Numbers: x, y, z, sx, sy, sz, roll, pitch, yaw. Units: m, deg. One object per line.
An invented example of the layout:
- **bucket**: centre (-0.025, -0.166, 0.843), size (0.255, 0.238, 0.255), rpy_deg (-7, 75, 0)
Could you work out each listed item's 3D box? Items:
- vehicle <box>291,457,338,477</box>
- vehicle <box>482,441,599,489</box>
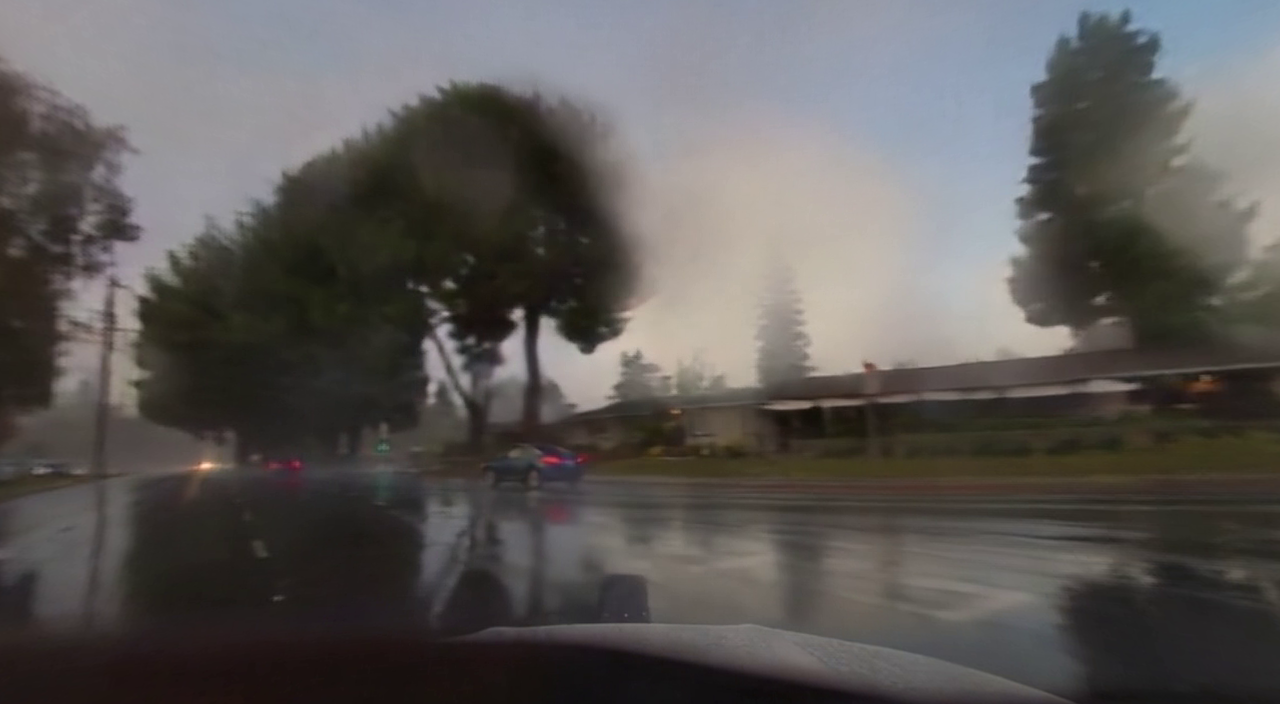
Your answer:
- **vehicle**: centre (-25.782, 9.057, 49.850), size (1.933, 1.460, 4.882), rpy_deg (7, -11, -43)
- **vehicle**: centre (-4.223, 4.641, 26.284), size (4.995, 1.798, 2.102), rpy_deg (-8, -11, 40)
